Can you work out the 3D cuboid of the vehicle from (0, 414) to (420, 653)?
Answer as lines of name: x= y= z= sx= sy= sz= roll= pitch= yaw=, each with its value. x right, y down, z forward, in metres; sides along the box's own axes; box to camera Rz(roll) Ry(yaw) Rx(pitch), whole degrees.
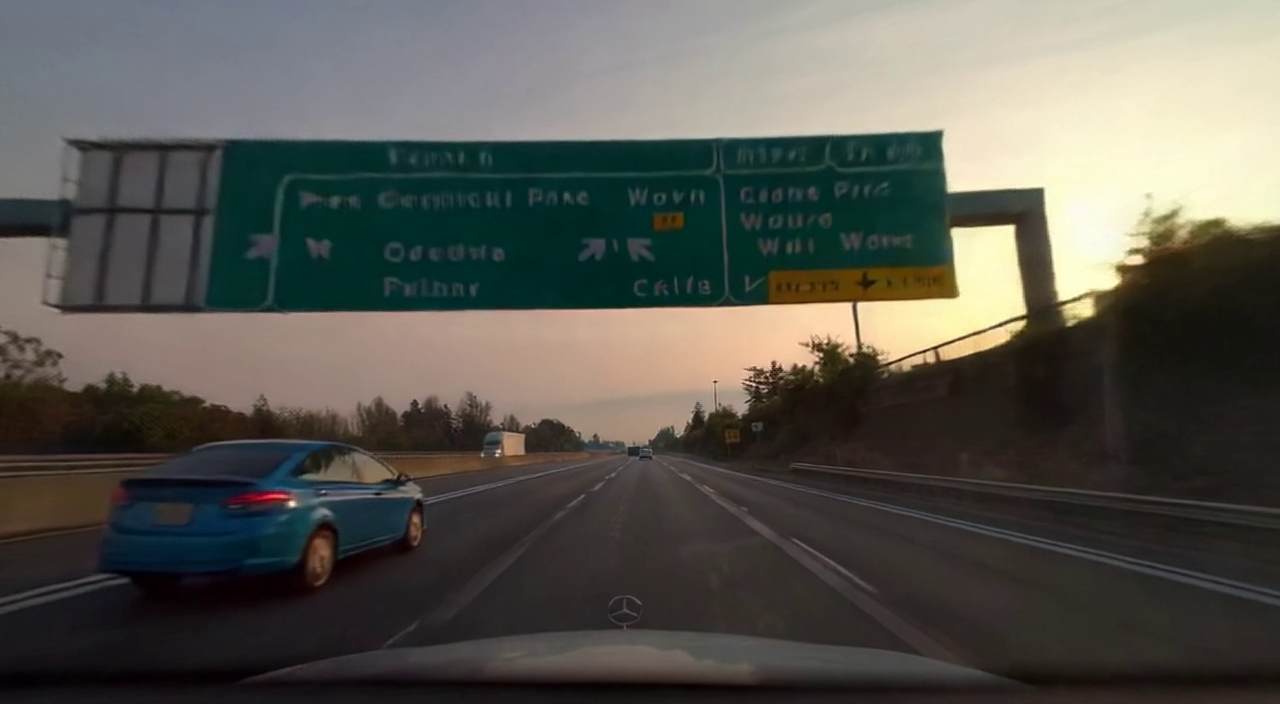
vehicle: x=-4.221 y=1.550 z=6.502 sx=2.160 sy=1.552 sz=4.592 roll=0 pitch=-9 yaw=1
